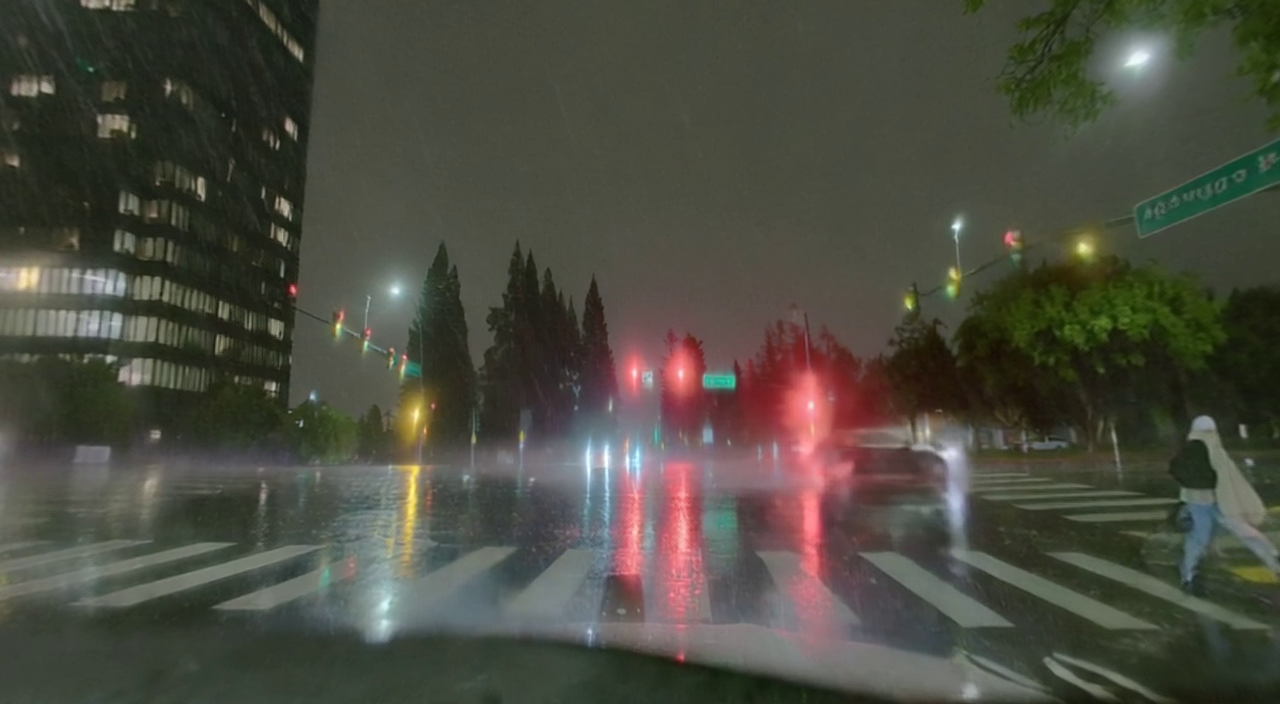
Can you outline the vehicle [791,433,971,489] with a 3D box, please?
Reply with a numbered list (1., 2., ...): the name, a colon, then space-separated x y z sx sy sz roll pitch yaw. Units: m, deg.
1. vehicle: 6.984 3.202 18.694 4.502 1.512 1.917 0 -9 0
